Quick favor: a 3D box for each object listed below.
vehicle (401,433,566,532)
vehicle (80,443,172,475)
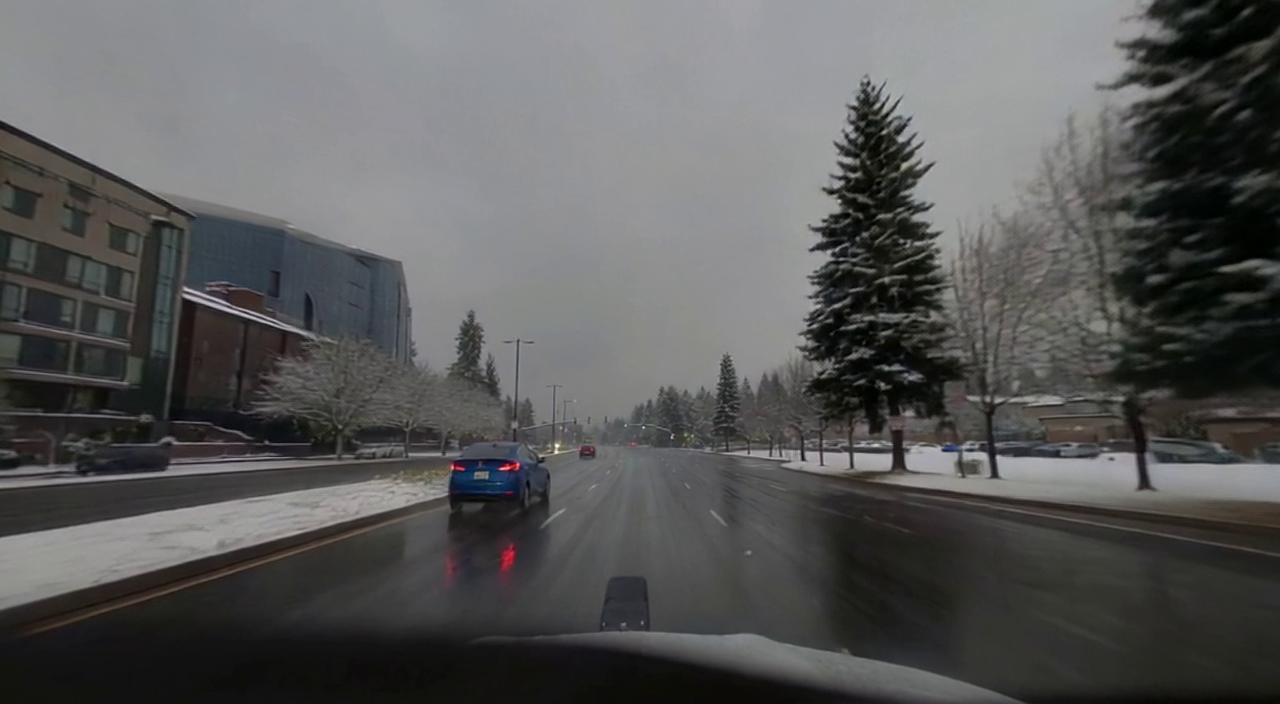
[{"bbox_3d":[-2.824,2.444,12.534,2.009,1.489,4.543,-3,-8,1],"label":"vehicle"},{"bbox_3d":[-27.734,5.745,34.238,1.940,1.531,5.040,2,-8,-16],"label":"vehicle"}]
